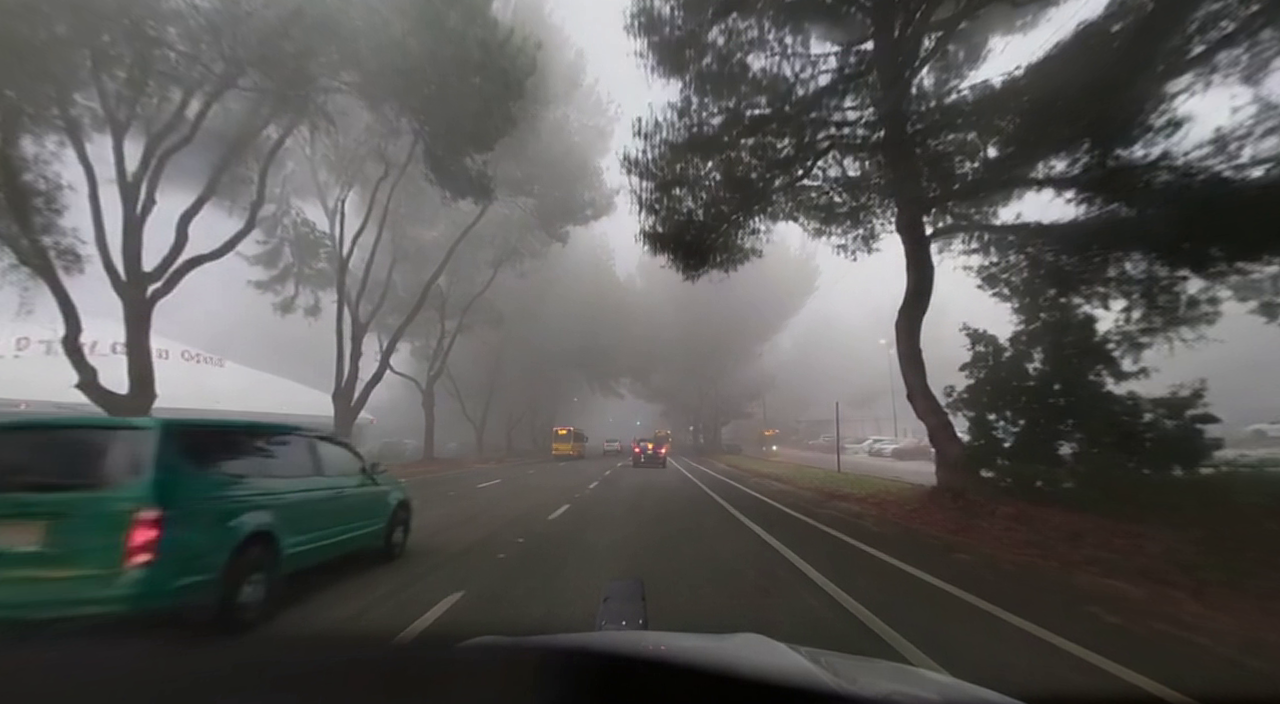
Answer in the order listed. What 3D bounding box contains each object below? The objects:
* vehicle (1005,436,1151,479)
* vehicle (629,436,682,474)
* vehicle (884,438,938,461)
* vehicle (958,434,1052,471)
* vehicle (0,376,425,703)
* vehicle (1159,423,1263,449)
[{"bbox_3d":[19.019,4.603,27.878,2.229,1.661,5.991,0,-9,1],"label":"vehicle"},{"bbox_3d":[0.592,4.446,27.377,2.123,1.498,4.226,0,-9,0],"label":"vehicle"},{"bbox_3d":[19.150,6.926,44.750,1.826,1.532,4.290,0,-9,-1],"label":"vehicle"},{"bbox_3d":[19.005,5.270,33.156,1.965,1.749,4.838,0,-9,-1],"label":"vehicle"},{"bbox_3d":[-3.629,1.252,5.269,2.148,1.636,4.199,0,-9,0],"label":"vehicle"},{"bbox_3d":[33.202,4.914,36.752,4.215,1.462,1.883,0,-9,-1],"label":"vehicle"}]
